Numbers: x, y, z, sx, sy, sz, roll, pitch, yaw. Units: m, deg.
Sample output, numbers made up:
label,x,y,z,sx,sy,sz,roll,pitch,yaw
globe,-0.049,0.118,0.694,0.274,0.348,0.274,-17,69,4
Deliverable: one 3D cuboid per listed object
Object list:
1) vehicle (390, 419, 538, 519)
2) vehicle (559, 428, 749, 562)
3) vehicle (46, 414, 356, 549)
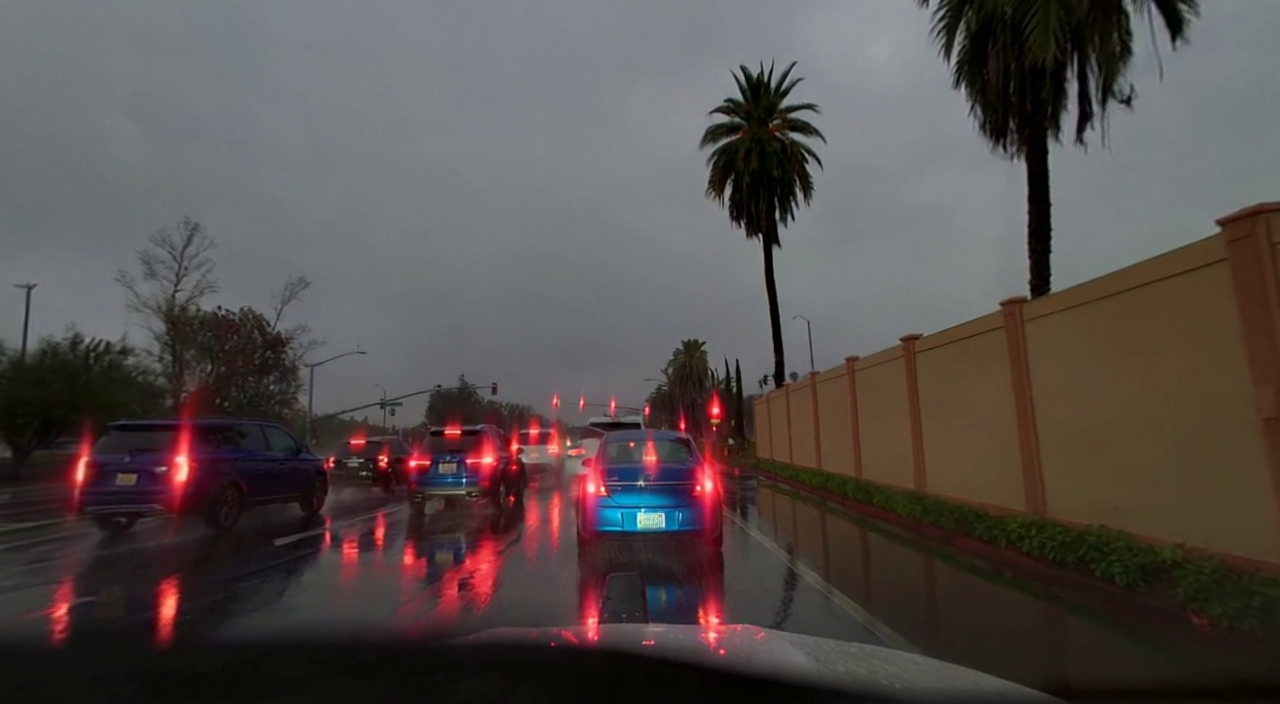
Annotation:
label,x,y,z,sx,sy,sz,roll,pitch,yaw
vehicle,-3.450,2.380,13.298,2.007,1.746,4.136,0,-8,-2
vehicle,0.072,1.924,9.267,2.128,1.473,4.272,0,-8,-2
vehicle,-6.684,2.001,10.422,1.963,1.721,4.467,0,-8,-2
